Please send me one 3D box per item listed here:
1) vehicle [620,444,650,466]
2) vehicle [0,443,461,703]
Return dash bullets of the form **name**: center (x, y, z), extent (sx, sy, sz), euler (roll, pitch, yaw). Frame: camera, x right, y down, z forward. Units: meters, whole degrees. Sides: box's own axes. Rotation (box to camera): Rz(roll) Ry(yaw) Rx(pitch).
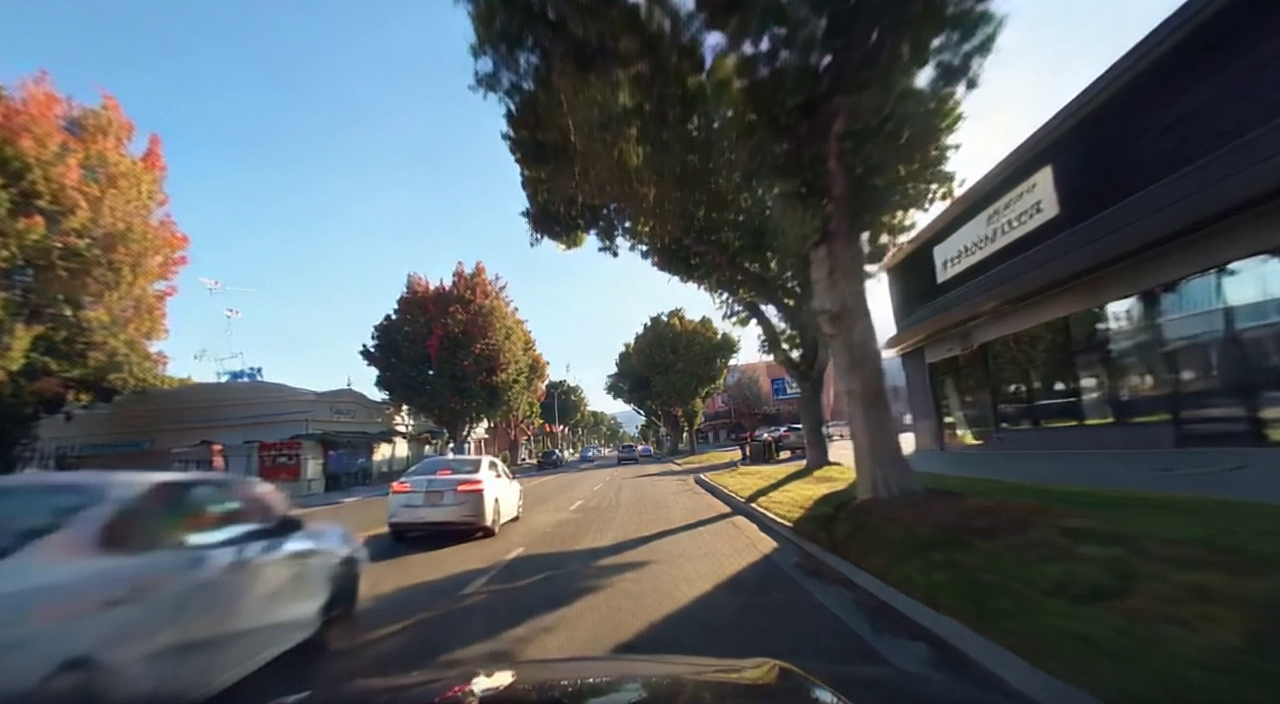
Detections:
- **vehicle**: center (-0.394, 7.350, 45.262), extent (2.020, 1.478, 3.922), euler (1, -8, -2)
- **vehicle**: center (-2.788, 1.235, 3.537), extent (2.099, 1.424, 4.609), euler (0, -8, 1)
